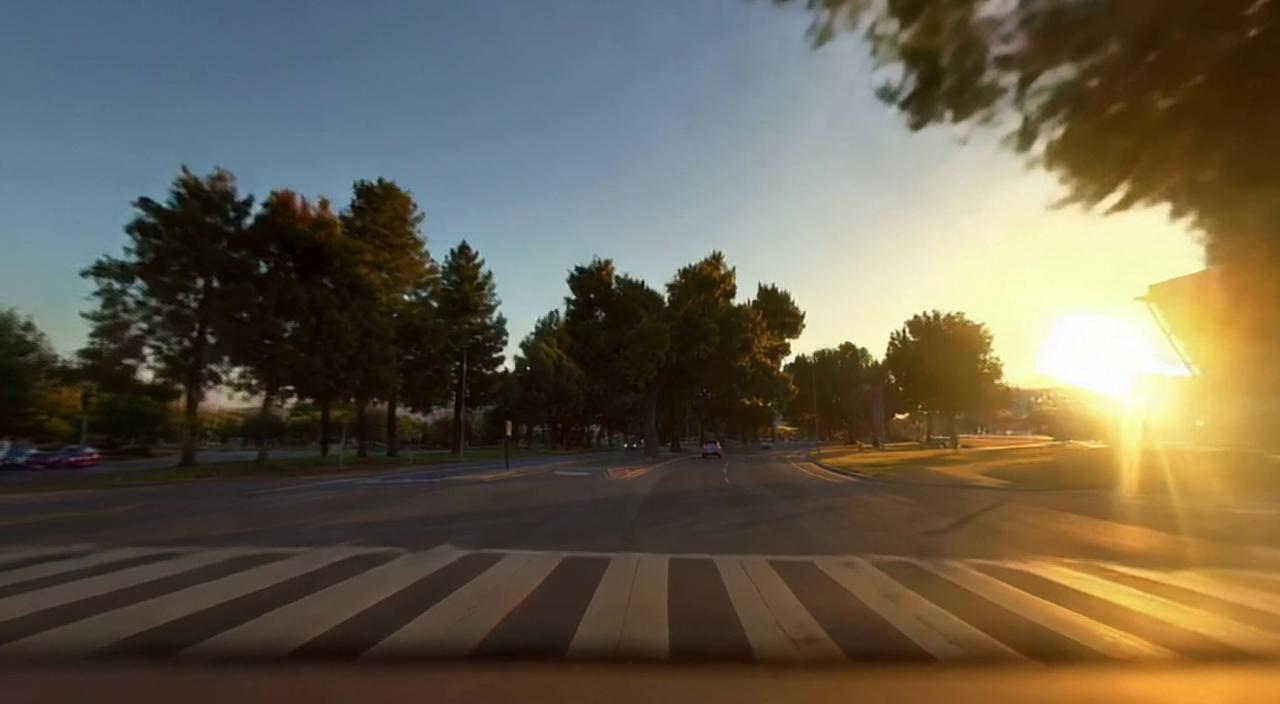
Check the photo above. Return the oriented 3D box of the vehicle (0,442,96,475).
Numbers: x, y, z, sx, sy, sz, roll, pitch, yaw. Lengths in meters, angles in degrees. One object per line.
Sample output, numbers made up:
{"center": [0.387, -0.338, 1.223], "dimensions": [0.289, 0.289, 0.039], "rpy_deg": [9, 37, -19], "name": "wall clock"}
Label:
{"center": [-33.562, 5.927, 35.396], "dimensions": [4.787, 1.709, 2.164], "rpy_deg": [-2, -8, 16], "name": "vehicle"}
